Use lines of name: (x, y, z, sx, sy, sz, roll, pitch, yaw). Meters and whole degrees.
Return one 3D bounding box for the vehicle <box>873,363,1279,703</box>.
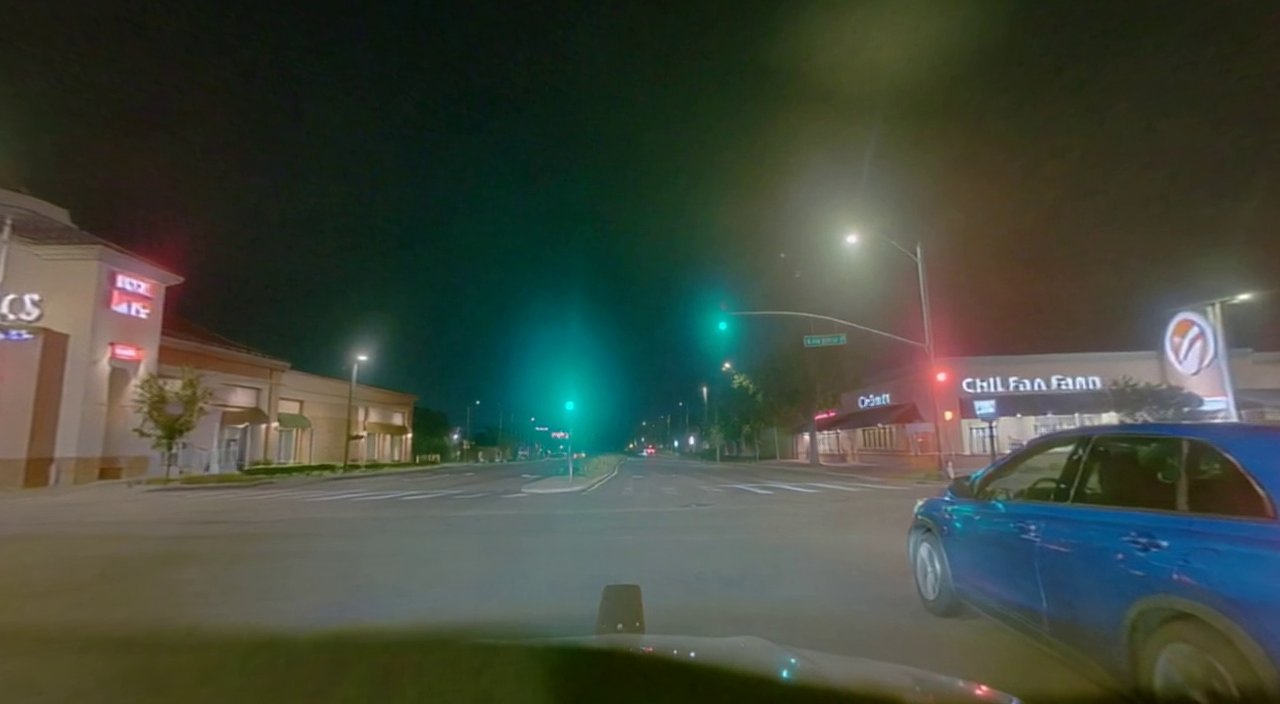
vehicle: (3.153, 1.033, 3.232, 2.015, 1.641, 4.995, 0, -9, 0)
